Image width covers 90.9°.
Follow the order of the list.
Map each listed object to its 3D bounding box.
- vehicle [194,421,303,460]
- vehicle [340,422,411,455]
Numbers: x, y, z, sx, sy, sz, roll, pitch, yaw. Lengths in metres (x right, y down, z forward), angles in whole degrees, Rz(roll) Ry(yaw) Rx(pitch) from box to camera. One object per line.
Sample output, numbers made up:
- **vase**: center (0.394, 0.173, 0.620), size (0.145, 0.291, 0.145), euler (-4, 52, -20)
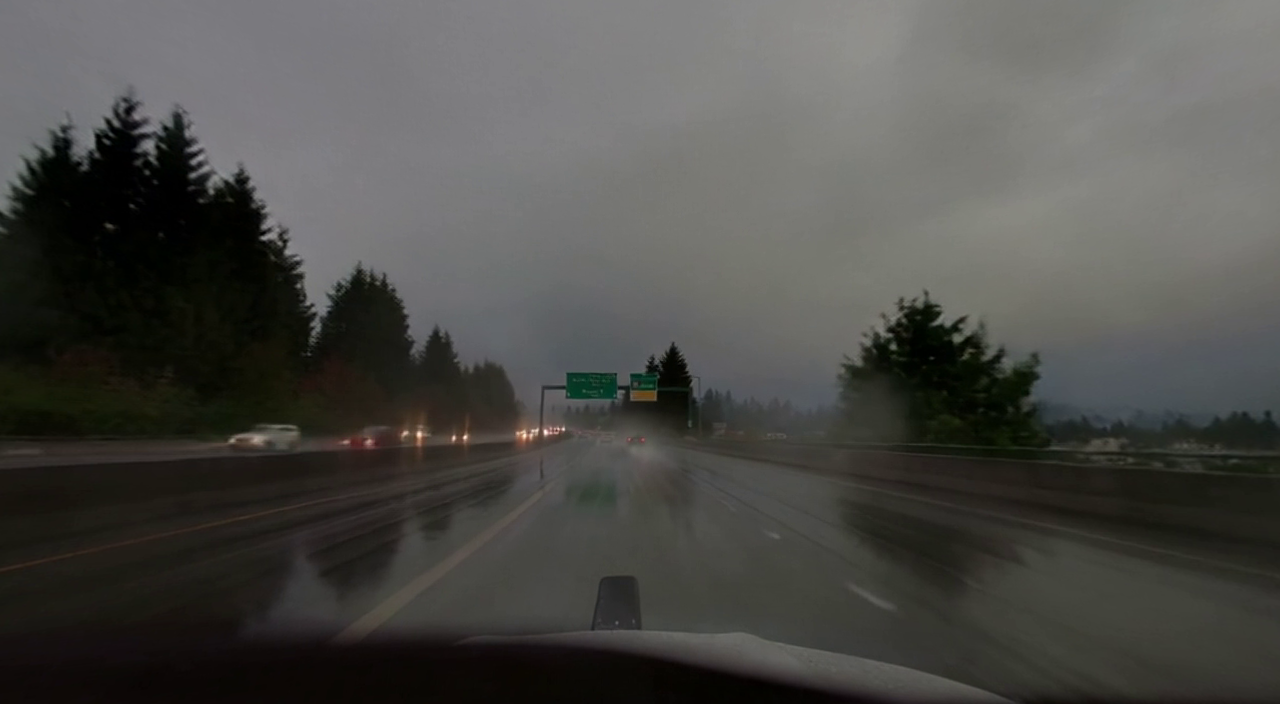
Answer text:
- **vehicle**: center (-17.946, 4.081, 29.246), size (2.059, 1.643, 4.855), euler (0, -8, -2)
- **vehicle**: center (-13.983, 4.616, 33.650), size (1.974, 1.592, 4.533), euler (0, -8, -2)
